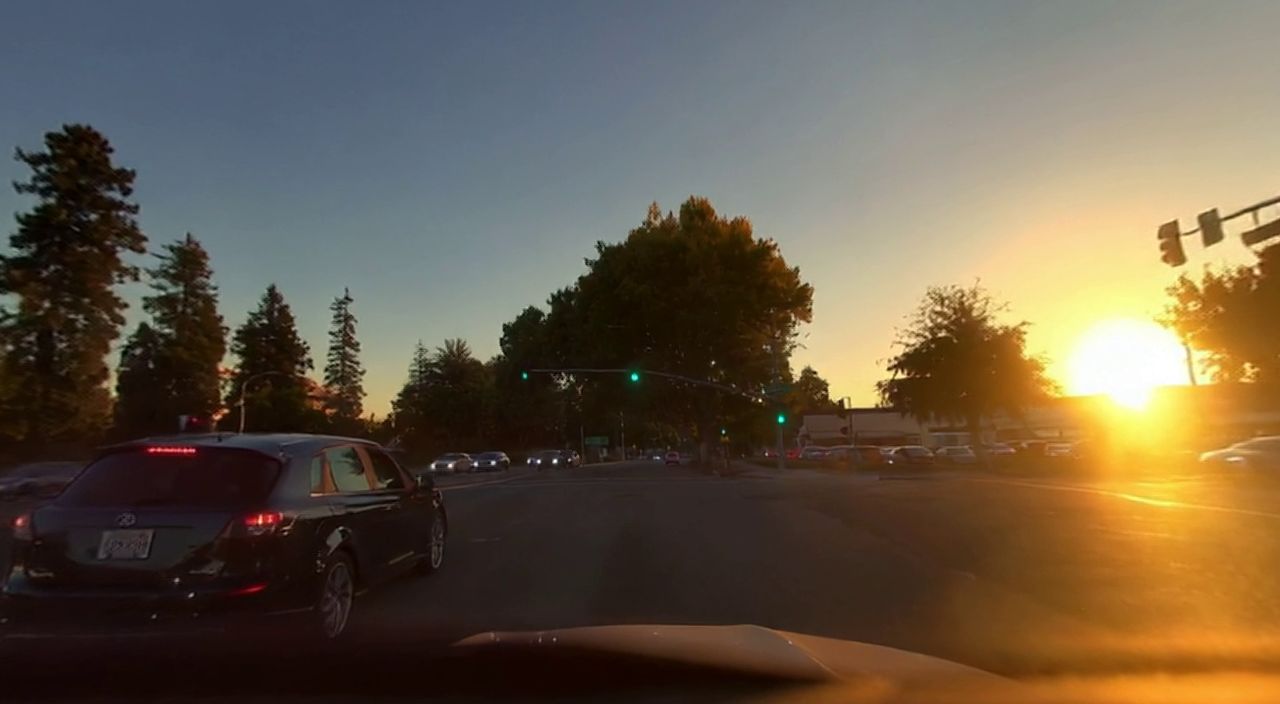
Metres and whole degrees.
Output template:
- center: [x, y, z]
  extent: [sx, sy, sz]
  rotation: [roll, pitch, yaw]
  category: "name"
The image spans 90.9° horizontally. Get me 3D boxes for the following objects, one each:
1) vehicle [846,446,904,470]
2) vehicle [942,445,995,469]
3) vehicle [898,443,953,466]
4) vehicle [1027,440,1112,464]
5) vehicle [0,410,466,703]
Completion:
- center: [16.713, 7.462, 44.629]
  extent: [2.060, 1.445, 4.712]
  rotation: [-9, -10, 43]
  category: "vehicle"
- center: [21.165, 6.693, 40.510]
  extent: [1.930, 1.410, 4.313]
  rotation: [-8, -11, 41]
  category: "vehicle"
- center: [19.111, 6.822, 42.138]
  extent: [1.945, 1.434, 4.293]
  rotation: [-8, -11, 43]
  category: "vehicle"
- center: [29.649, 6.881, 43.554]
  extent: [4.678, 1.558, 1.883]
  rotation: [1, -8, -7]
  category: "vehicle"
- center: [-2.868, 1.268, 4.310]
  extent: [1.924, 1.482, 4.734]
  rotation: [0, -8, 1]
  category: "vehicle"
